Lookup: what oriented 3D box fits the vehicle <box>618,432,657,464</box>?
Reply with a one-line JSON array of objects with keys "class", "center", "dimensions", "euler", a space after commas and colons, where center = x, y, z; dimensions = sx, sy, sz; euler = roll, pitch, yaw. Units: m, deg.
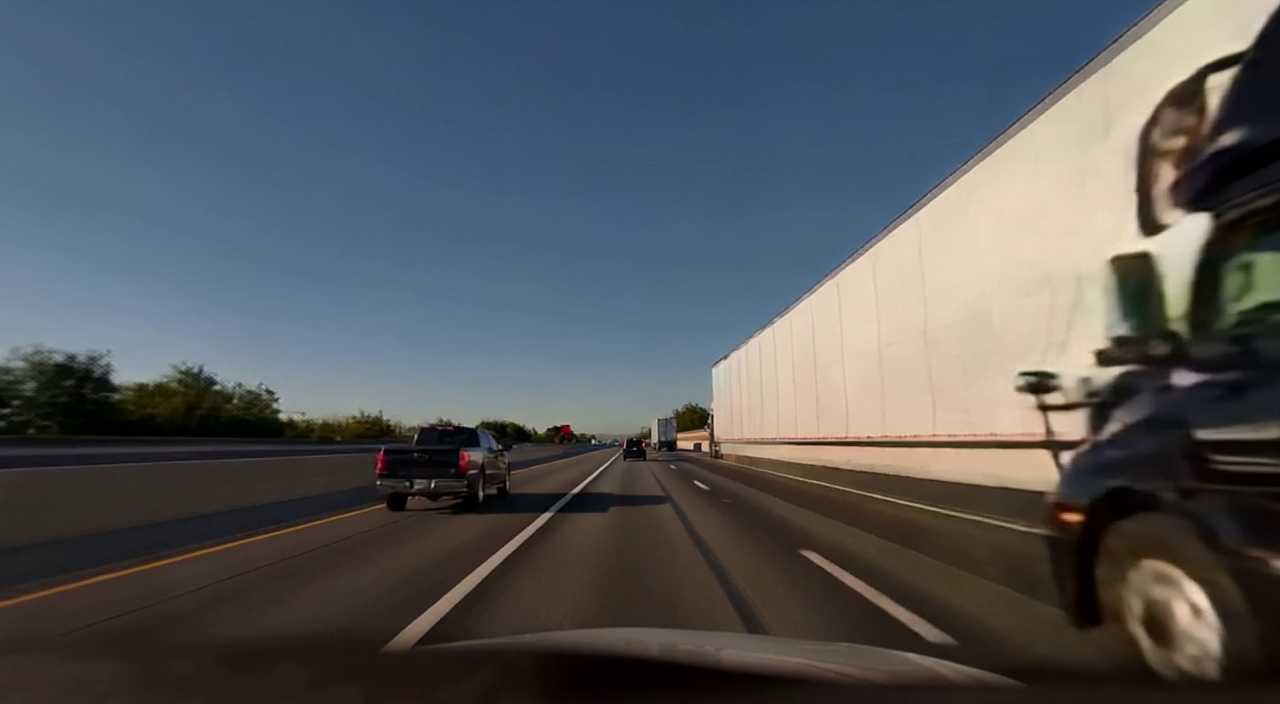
[{"class": "vehicle", "center": [-0.252, 6.410, 42.261], "dimensions": [2.456, 2.007, 4.728], "euler": [0, -8, -2]}]

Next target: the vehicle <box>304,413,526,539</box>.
[{"class": "vehicle", "center": [-3.599, 2.077, 11.218], "dimensions": [2.326, 1.761, 4.450], "euler": [-1, -8, 0]}]
